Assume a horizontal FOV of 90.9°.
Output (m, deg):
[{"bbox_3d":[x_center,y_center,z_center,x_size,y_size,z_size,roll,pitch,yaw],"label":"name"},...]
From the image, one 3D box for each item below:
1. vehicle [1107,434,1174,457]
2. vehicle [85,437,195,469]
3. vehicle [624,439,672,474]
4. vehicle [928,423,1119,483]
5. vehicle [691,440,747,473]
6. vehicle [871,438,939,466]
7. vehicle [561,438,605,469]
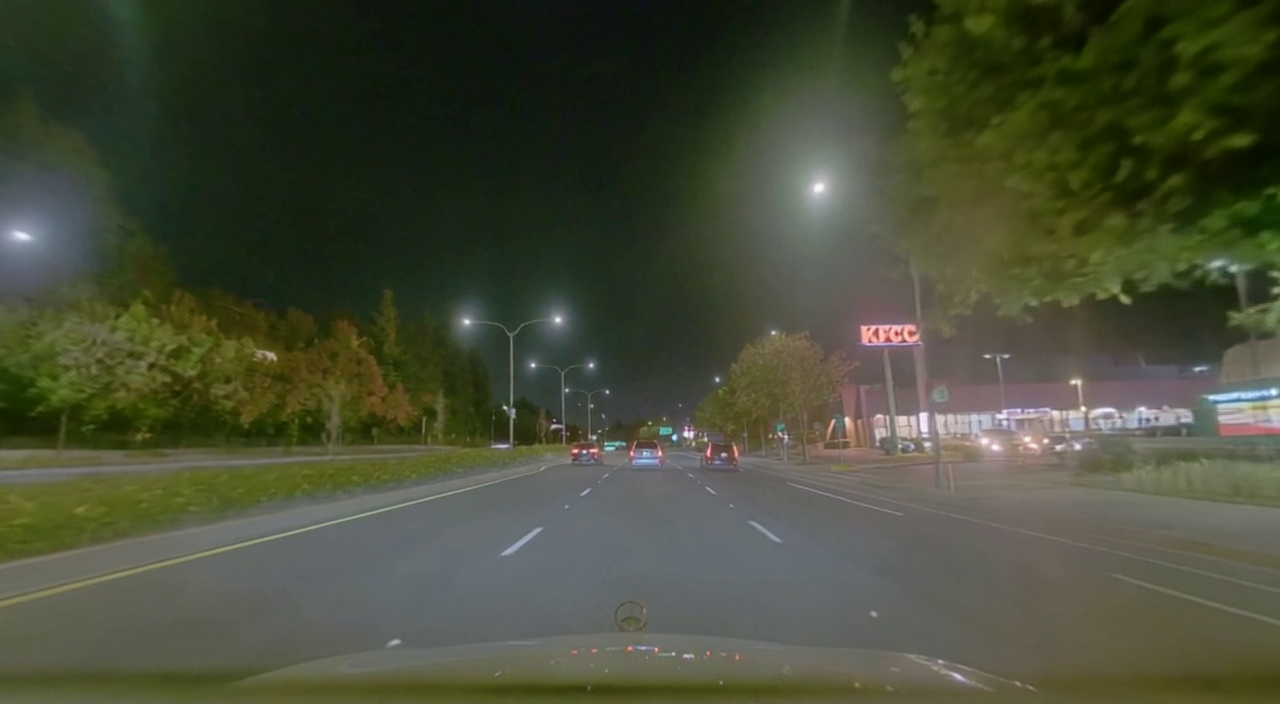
[{"bbox_3d":[35.037,6.550,44.239,1.773,1.500,3.930,-1,-9,6],"label":"vehicle"},{"bbox_3d":[-35.174,7.083,44.657,2.578,1.973,6.455,1,-8,-1],"label":"vehicle"},{"bbox_3d":[0.330,4.810,29.281,2.059,1.477,4.216,0,-8,0],"label":"vehicle"},{"bbox_3d":[13.257,3.525,22.108,5.144,1.834,2.188,-2,-9,2],"label":"vehicle"},{"bbox_3d":[3.701,4.984,30.245,2.012,1.462,4.400,0,-8,-1],"label":"vehicle"},{"bbox_3d":[15.307,5.802,36.719,2.099,1.526,4.555,-1,-8,2],"label":"vehicle"},{"bbox_3d":[-3.065,5.561,34.751,1.995,1.607,4.086,0,-8,1],"label":"vehicle"}]
